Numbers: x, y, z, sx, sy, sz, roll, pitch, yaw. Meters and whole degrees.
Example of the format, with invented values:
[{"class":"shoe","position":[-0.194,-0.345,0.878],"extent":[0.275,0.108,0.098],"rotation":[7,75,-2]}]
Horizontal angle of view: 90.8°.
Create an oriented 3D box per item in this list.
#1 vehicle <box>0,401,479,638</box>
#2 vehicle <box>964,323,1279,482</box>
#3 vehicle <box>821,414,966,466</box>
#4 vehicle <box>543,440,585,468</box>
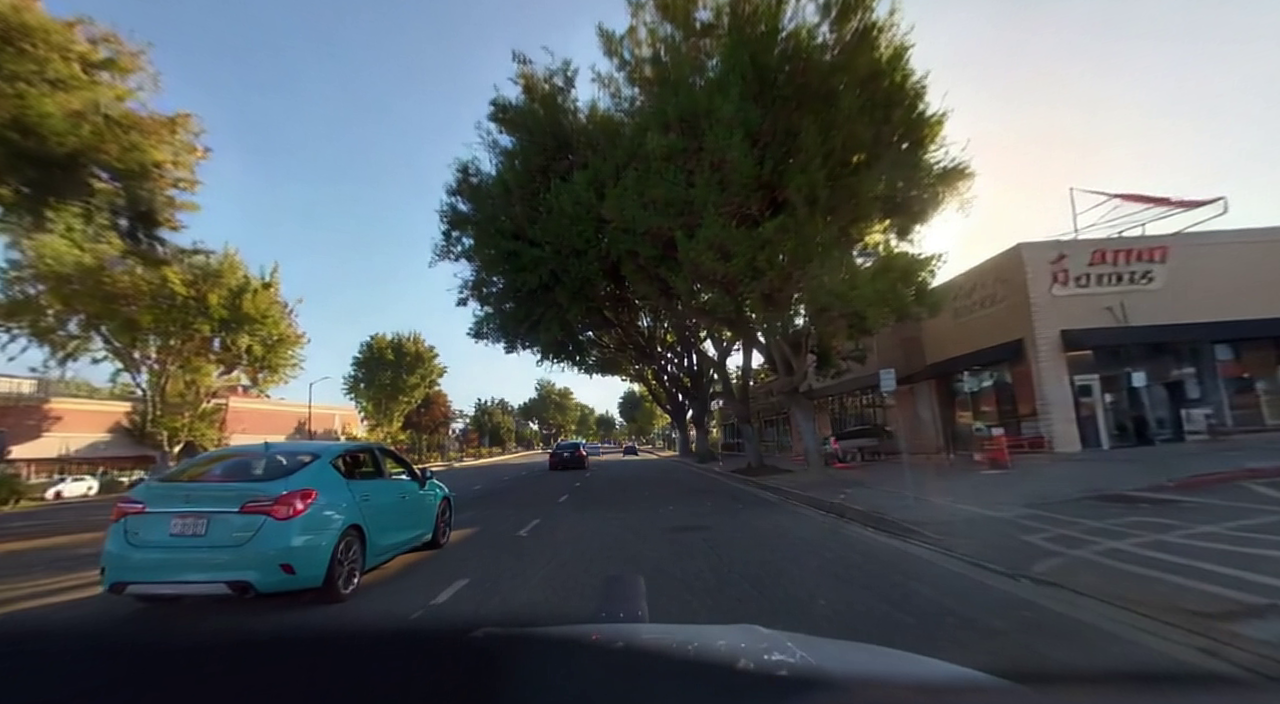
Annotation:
[{"class":"vehicle","position":[-3.414,1.522,6.794],"extent":[2.126,1.655,4.560],"rotation":[0,-9,0]},{"class":"vehicle","position":[12.138,1.292,15.680],"extent":[6.427,3.417,2.845],"rotation":[-1,-8,-2]},{"class":"vehicle","position":[10.550,3.712,26.595],"extent":[5.130,1.902,2.056],"rotation":[-1,-9,-3]},{"class":"vehicle","position":[-4.165,5.716,35.417],"extent":[1.955,1.461,4.396],"rotation":[0,-9,-2]}]
